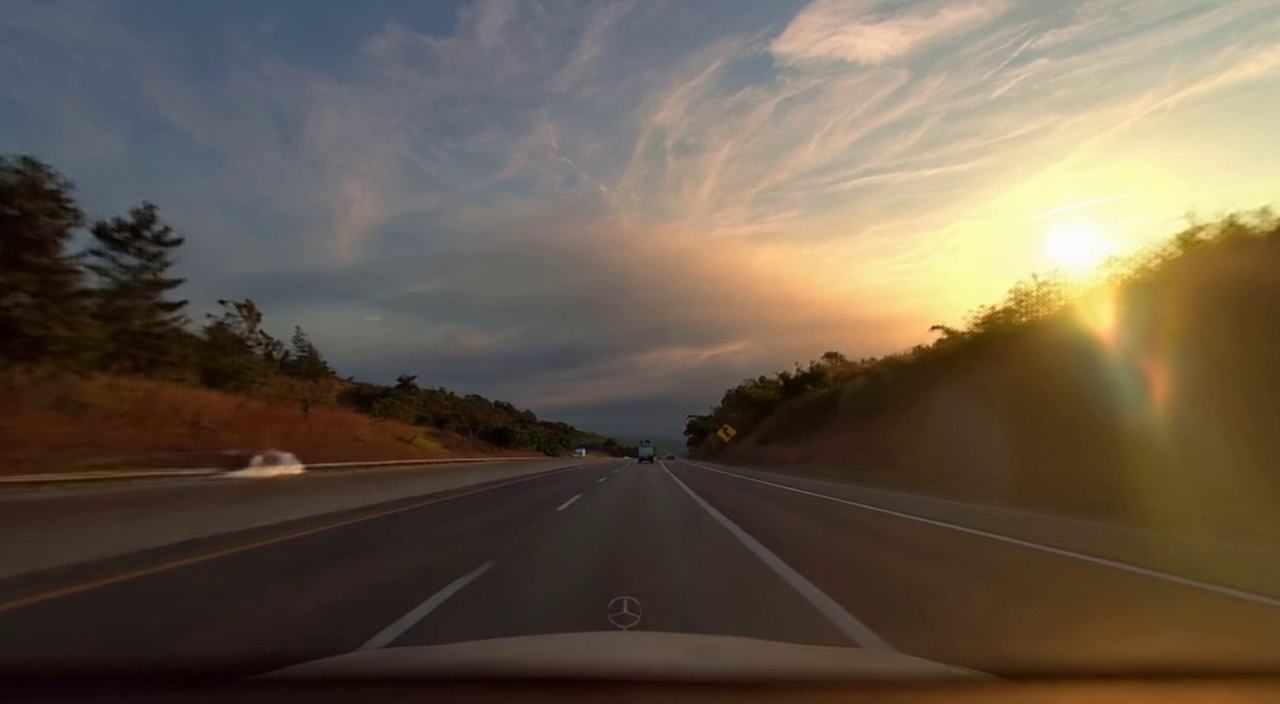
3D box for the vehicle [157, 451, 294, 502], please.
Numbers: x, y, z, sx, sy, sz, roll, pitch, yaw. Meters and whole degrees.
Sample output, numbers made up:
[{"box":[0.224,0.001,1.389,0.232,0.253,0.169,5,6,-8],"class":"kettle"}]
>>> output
[{"box":[-14.607,4.373,22.560,1.903,1.595,4.306,0,-9,1],"class":"vehicle"}]
